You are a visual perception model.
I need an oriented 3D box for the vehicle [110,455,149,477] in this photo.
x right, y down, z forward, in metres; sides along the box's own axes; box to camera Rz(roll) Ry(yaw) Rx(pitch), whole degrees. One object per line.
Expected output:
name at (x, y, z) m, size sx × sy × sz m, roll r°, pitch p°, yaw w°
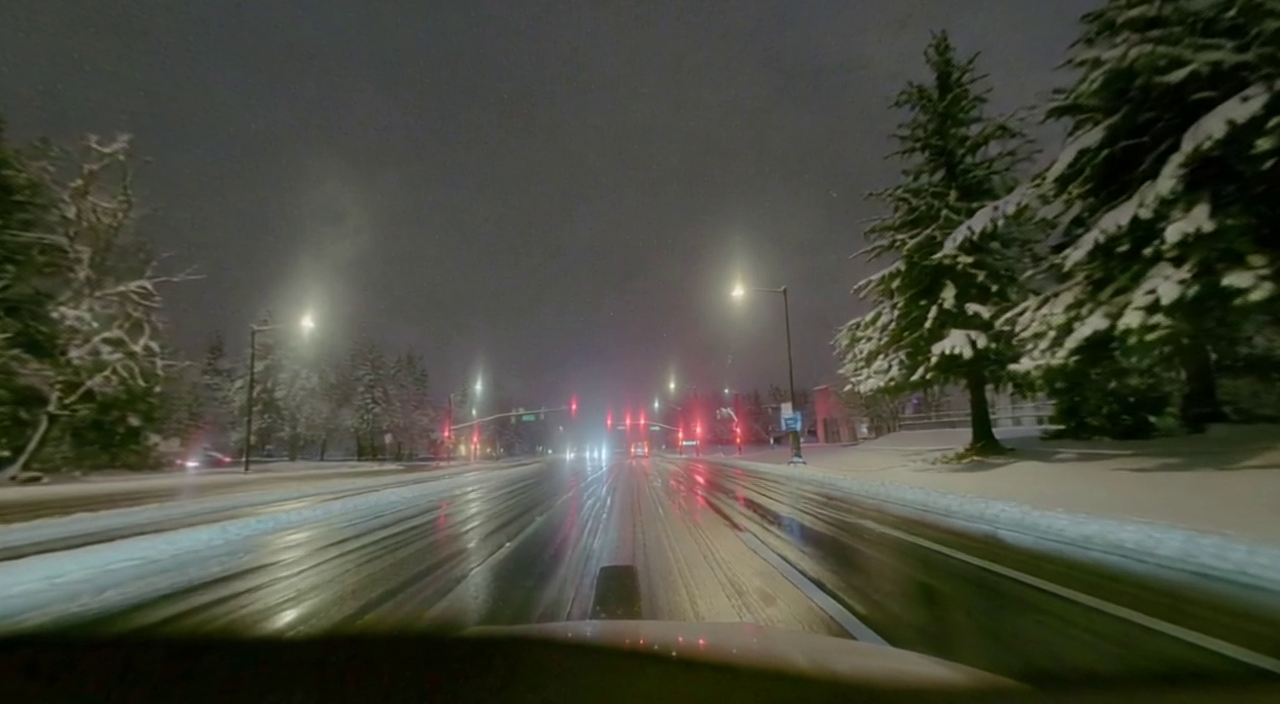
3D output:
vehicle at (-38.837, 8.612, 48.024) m, size 3.778 × 1.445 × 1.746 m, roll -6°, pitch -11°, yaw 44°
